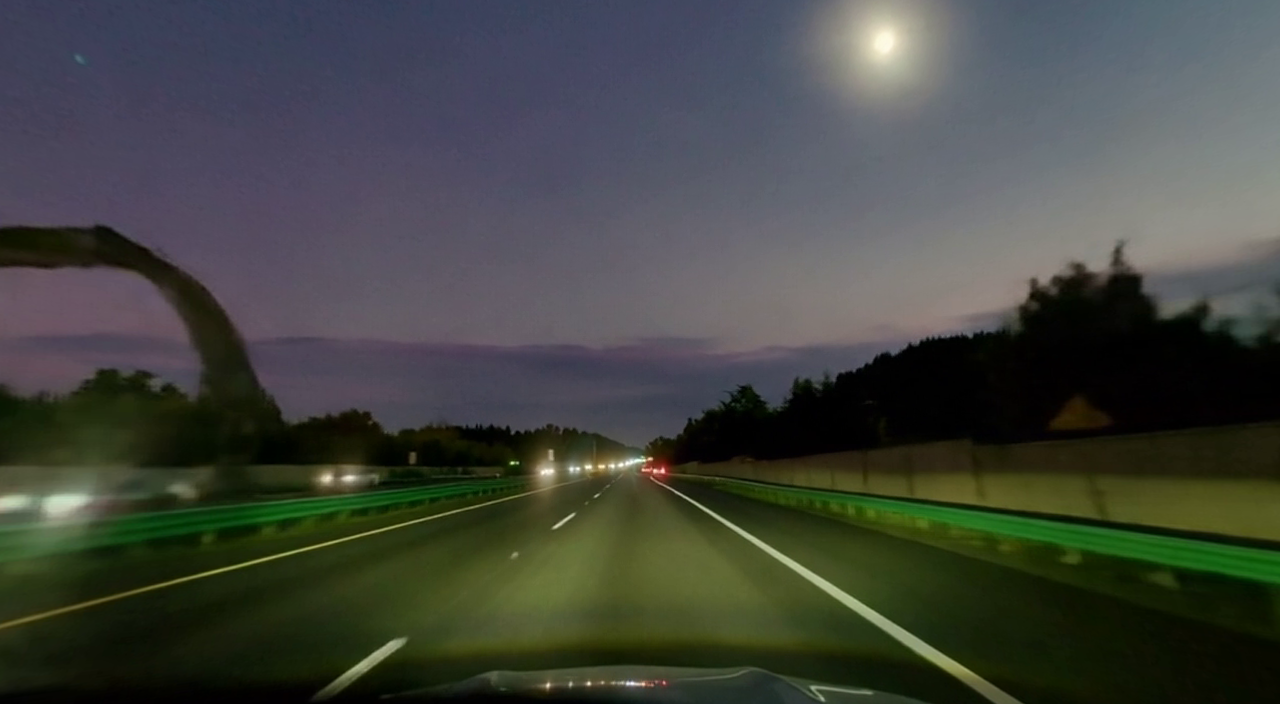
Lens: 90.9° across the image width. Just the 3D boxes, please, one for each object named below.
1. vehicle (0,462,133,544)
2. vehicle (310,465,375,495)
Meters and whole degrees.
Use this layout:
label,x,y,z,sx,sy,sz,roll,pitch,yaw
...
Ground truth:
label,x,y,z,sx,sy,sz,roll,pitch,yaw
vehicle,-12.709,2.888,12.269,1.942,1.462,4.503,1,-11,-1
vehicle,-16.364,7.046,34.863,1.709,1.501,3.758,1,-11,0
